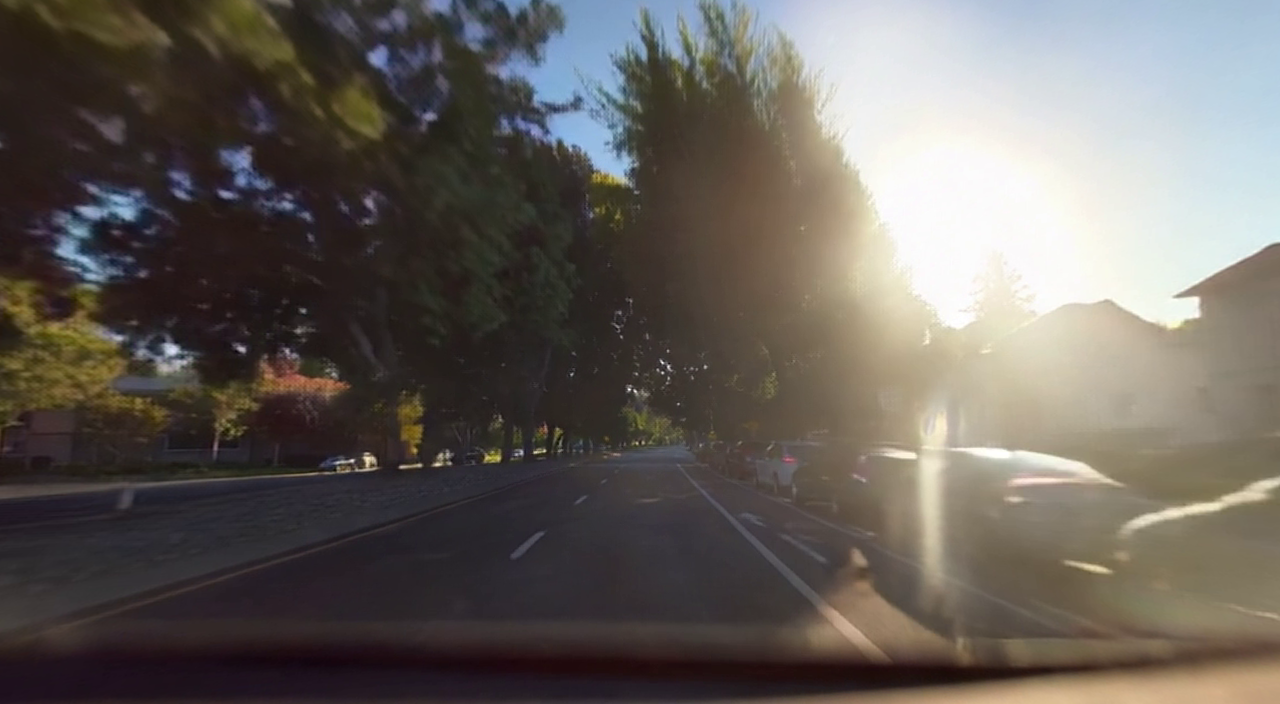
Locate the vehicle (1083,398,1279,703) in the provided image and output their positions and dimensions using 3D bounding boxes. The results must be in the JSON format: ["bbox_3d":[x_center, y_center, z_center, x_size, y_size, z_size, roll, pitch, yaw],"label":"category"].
[{"bbox_3d":[4.043,0.860,2.218,1.825,1.525,4.417,0,-9,1],"label":"vehicle"}]

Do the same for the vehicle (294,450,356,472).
[{"bbox_3d":[-22.428,7.768,45.211,1.931,1.500,4.688,-1,-9,2],"label":"vehicle"}]

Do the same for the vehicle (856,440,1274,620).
[{"bbox_3d":[4.060,1.714,7.132,1.779,1.384,4.283,0,-9,1],"label":"vehicle"}]
